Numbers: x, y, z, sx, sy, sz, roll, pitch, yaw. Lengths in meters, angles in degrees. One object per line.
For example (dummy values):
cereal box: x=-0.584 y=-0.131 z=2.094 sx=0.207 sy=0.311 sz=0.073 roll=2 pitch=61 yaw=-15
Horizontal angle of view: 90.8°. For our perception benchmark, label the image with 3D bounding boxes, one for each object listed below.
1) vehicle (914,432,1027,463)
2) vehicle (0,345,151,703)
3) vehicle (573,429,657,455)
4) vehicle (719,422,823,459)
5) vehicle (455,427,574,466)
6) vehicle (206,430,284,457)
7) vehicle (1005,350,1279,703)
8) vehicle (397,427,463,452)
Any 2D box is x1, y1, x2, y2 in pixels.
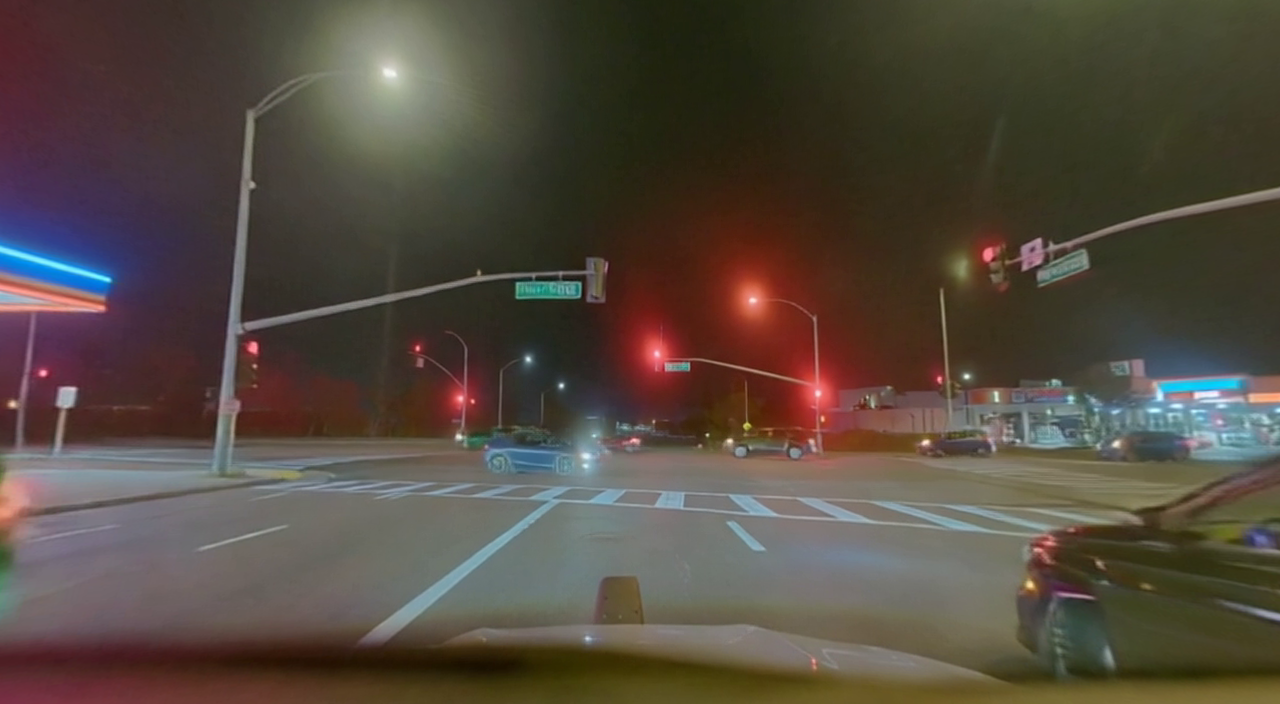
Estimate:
vehicle: x=16.478 y=4.778 z=31.661 sx=4.792 sy=1.467 sz=1.831 roll=-4 pitch=-9 yaw=27
vehicle: x=-3.866 y=0.625 z=1.423 sx=2.196 sy=1.696 sz=4.484 roll=0 pitch=-8 yaw=-5
vehicle: x=-1.558 y=5.452 z=38.222 sx=4.801 sy=1.466 sz=1.830 roll=-5 pitch=-9 yaw=27
vehicle: x=6.334 y=4.284 z=30.556 sx=4.562 sy=1.676 sz=1.819 roll=-4 pitch=-9 yaw=26
vehicle: x=-5.241 y=3.919 z=26.196 sx=4.806 sy=1.482 sz=1.862 roll=-5 pitch=-9 yaw=30
vehicle: x=-22.970 y=5.332 z=36.705 sx=4.670 sy=1.458 sz=1.959 roll=-6 pitch=-10 yaw=32
vehicle: x=2.793 y=0.616 z=0.741 sx=1.995 sy=1.525 sz=4.392 roll=0 pitch=-8 yaw=-2
vehicle: x=-15.127 y=6.335 z=45.444 sx=4.433 sy=1.717 sz=1.839 roll=-5 pitch=-9 yaw=27
